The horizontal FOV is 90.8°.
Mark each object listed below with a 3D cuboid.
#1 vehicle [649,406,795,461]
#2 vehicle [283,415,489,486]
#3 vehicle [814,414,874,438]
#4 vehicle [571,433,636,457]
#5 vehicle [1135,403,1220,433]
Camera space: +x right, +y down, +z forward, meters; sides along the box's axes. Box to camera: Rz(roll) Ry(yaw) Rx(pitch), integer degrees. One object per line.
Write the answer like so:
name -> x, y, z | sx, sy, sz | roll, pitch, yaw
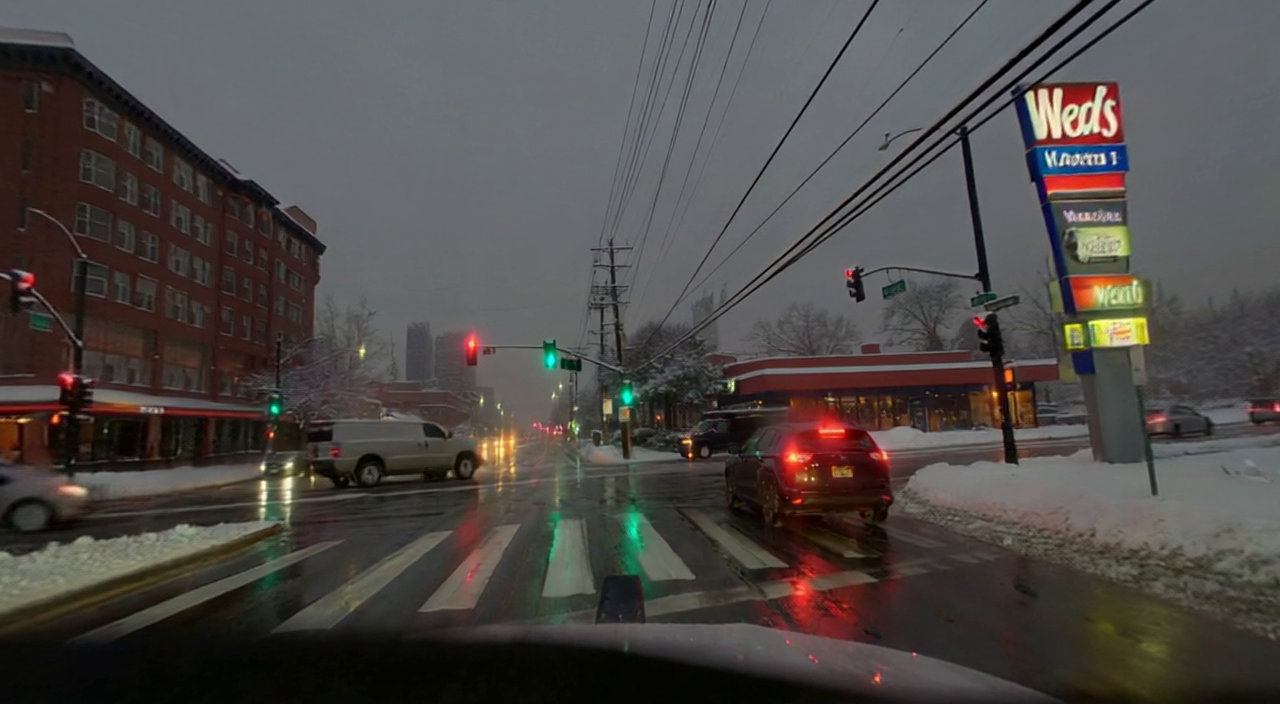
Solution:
vehicle -> 3.354, 3.336, 25.573 | 5.588, 1.985, 2.374 | 5, -10, -32
vehicle -> -7.858, 3.101, 20.070 | 5.603, 1.938, 2.081 | 8, -11, -43
vehicle -> 16.000, 5.833, 49.425 | 4.589, 1.730, 1.801 | 4, -10, -31
vehicle -> -2.692, 6.807, 46.382 | 4.591, 1.686, 1.816 | 1, -9, -11
vehicle -> 29.002, 3.591, 34.051 | 4.499, 1.524, 1.784 | 4, -9, -28
